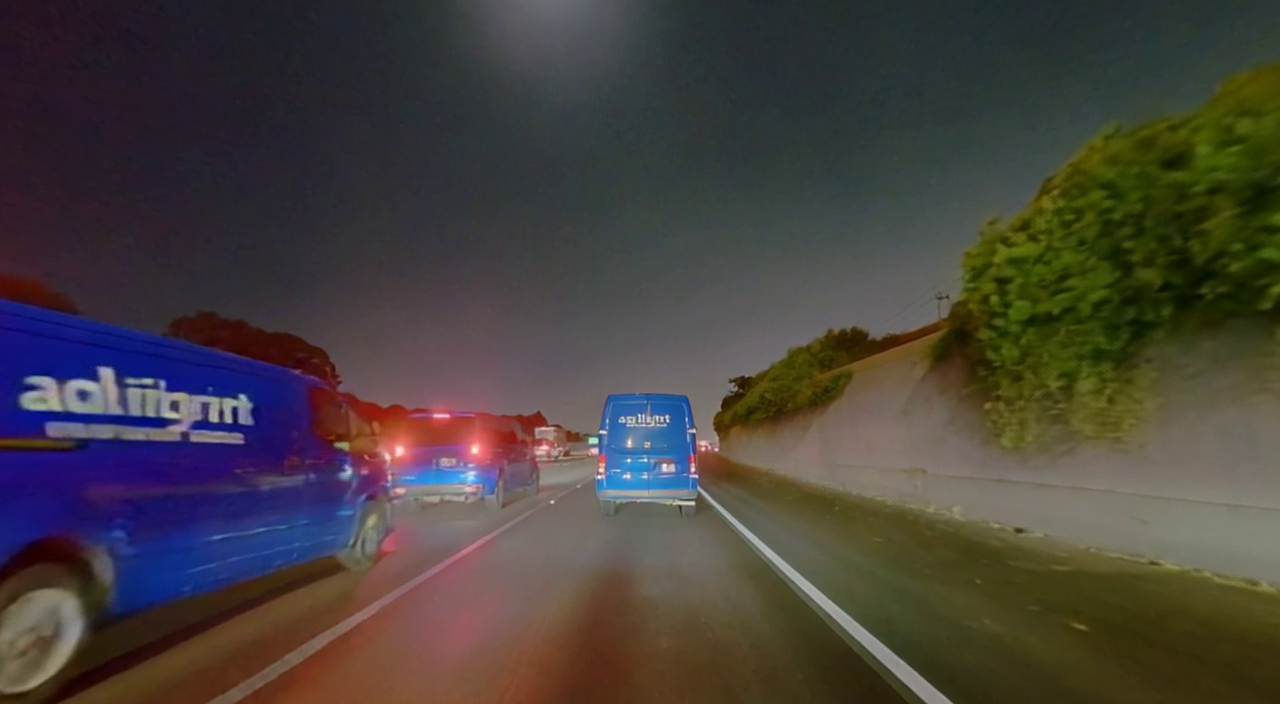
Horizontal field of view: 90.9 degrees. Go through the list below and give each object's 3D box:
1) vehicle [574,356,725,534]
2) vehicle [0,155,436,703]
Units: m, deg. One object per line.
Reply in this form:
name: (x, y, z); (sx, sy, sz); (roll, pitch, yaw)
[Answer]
vehicle: (0.132, 1.895, 12.995); (2.316, 2.738, 6.398); (0, -9, 0)
vehicle: (-3.757, 0.846, 4.843); (2.729, 2.439, 5.418); (1, -9, -3)
